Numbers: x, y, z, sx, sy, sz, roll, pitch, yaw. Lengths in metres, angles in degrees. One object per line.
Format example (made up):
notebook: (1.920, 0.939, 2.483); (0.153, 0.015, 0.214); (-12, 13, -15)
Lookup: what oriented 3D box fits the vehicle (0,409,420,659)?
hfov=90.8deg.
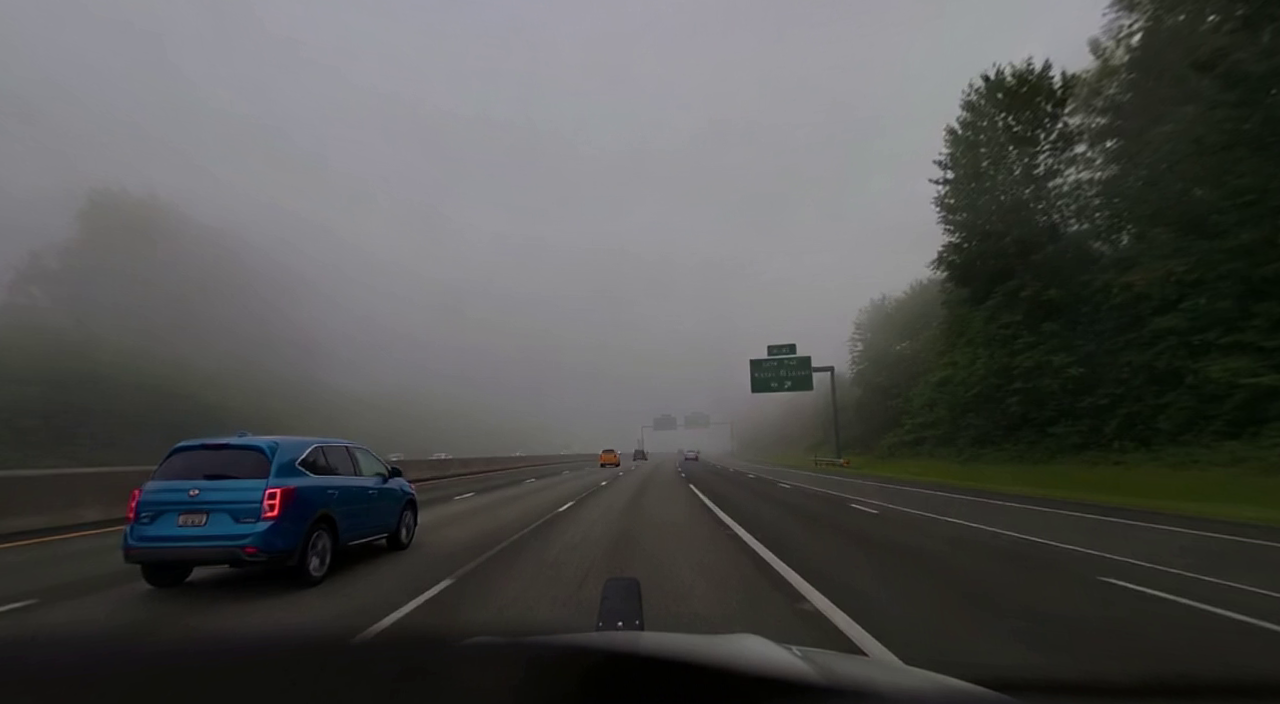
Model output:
vehicle: (-3.977, 1.507, 6.286); (2.016, 1.623, 4.126); (0, -9, 1)
